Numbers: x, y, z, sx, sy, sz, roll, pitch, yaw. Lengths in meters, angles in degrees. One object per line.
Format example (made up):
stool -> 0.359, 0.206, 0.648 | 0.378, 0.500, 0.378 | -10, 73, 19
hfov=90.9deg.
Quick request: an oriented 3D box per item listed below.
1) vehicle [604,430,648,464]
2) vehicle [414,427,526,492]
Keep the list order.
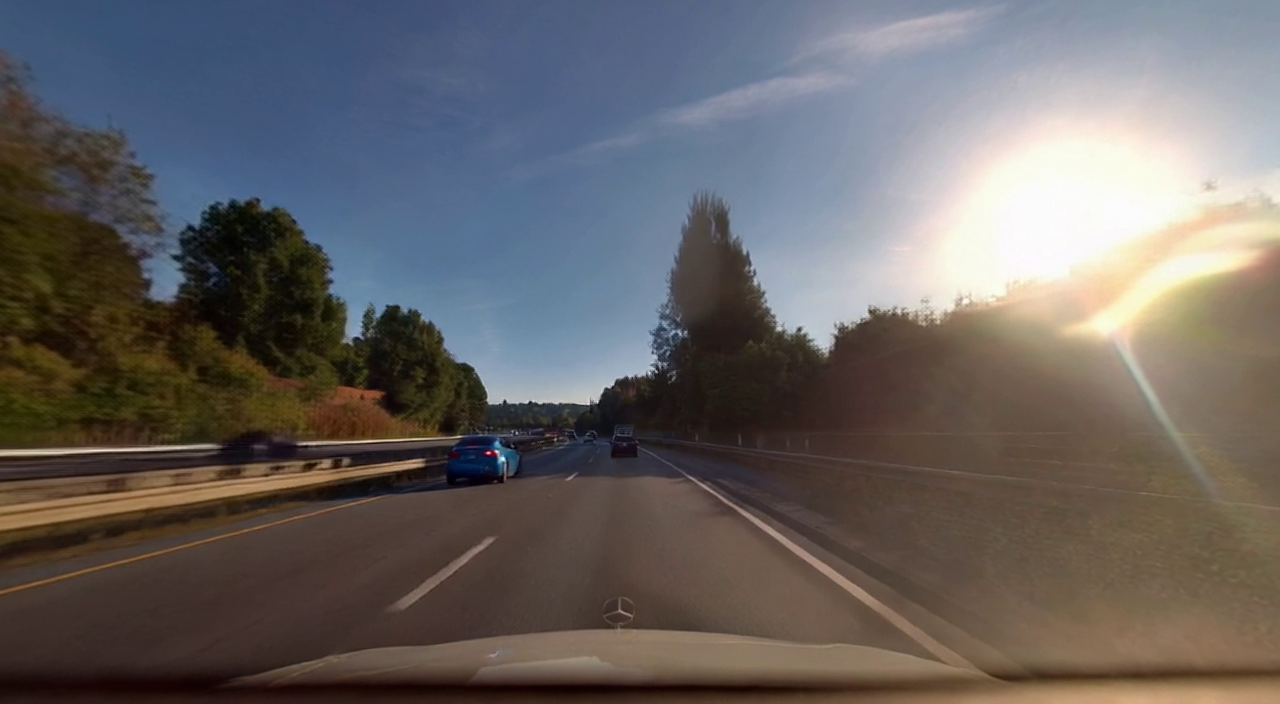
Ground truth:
vehicle -> -0.752, 4.956, 33.108 | 2.162, 1.616, 4.242 | 0, -8, -1
vehicle -> -4.458, 2.864, 17.237 | 1.975, 1.518, 4.242 | 0, -8, -1
